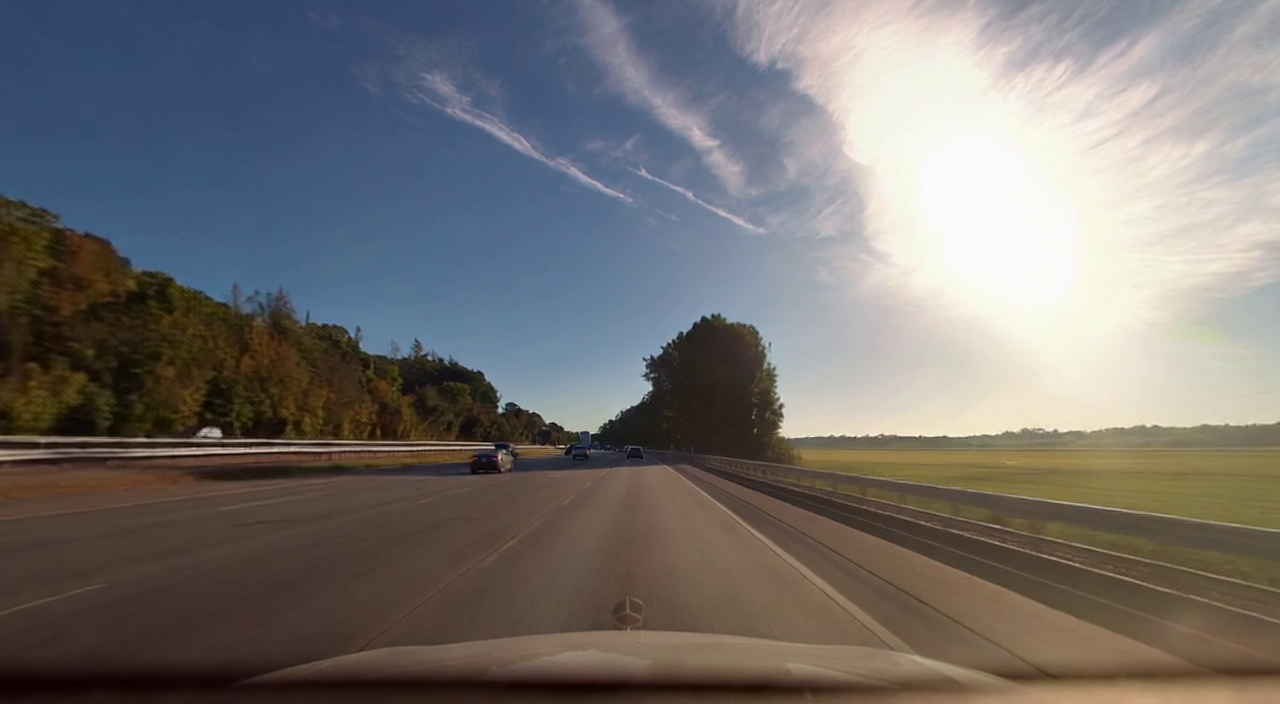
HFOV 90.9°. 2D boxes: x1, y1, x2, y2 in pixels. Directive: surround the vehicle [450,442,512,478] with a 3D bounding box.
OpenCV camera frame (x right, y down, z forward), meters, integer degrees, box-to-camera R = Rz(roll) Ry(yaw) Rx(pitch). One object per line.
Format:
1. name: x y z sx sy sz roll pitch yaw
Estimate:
1. vehicle: -7.627 5.198 30.678 1.972 1.603 3.891 0 -8 1
